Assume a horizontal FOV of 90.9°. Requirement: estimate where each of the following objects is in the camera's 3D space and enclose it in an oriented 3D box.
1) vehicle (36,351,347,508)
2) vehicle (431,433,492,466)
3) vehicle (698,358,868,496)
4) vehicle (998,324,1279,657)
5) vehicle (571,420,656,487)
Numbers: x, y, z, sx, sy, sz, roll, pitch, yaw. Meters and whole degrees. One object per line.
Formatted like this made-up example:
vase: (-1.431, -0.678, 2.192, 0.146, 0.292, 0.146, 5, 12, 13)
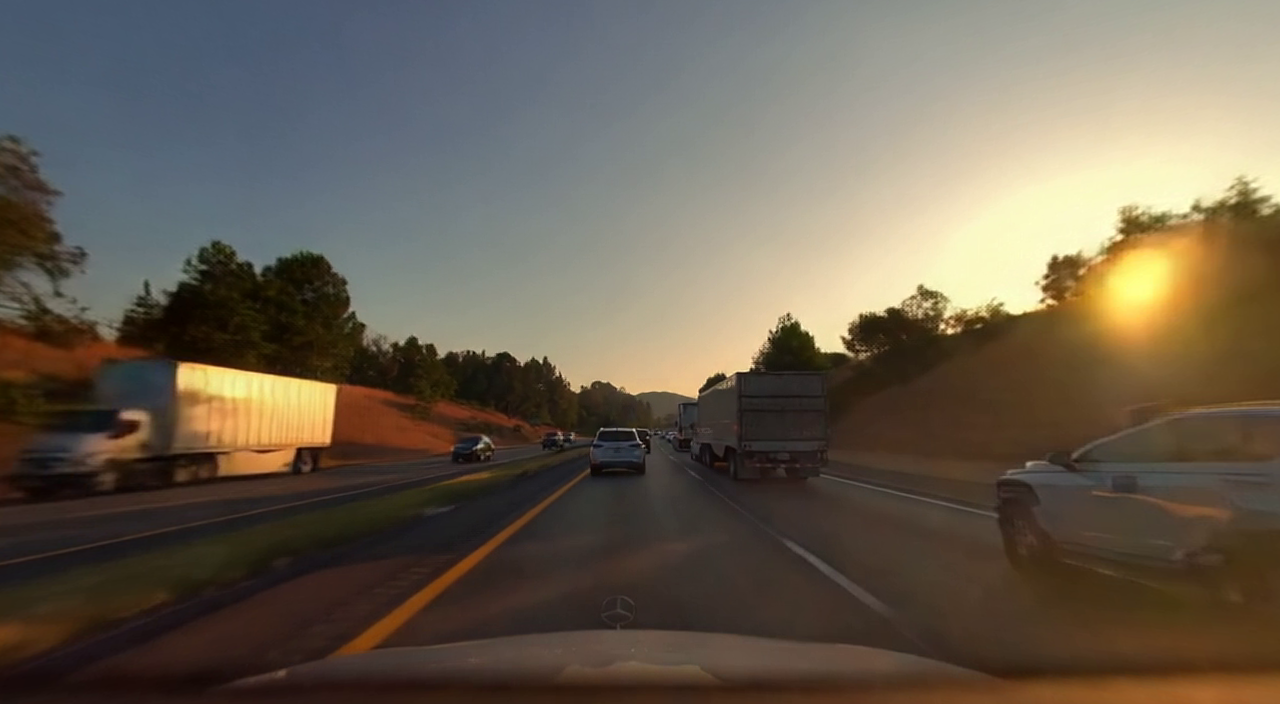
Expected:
vehicle: (-13.727, 2.616, 21.136, 2.904, 3.961, 10.187, 0, -8, 0)
vehicle: (-8.988, 4.909, 32.108, 1.911, 1.570, 4.036, 0, -7, 1)
vehicle: (3.531, 2.186, 18.134, 2.723, 3.027, 8.478, 0, -7, -1)
vehicle: (4.691, 0.897, 4.388, 2.011, 1.905, 3.905, 0, -8, -1)
vehicle: (-0.656, 2.759, 17.516, 2.082, 1.638, 4.055, 0, -7, 0)
